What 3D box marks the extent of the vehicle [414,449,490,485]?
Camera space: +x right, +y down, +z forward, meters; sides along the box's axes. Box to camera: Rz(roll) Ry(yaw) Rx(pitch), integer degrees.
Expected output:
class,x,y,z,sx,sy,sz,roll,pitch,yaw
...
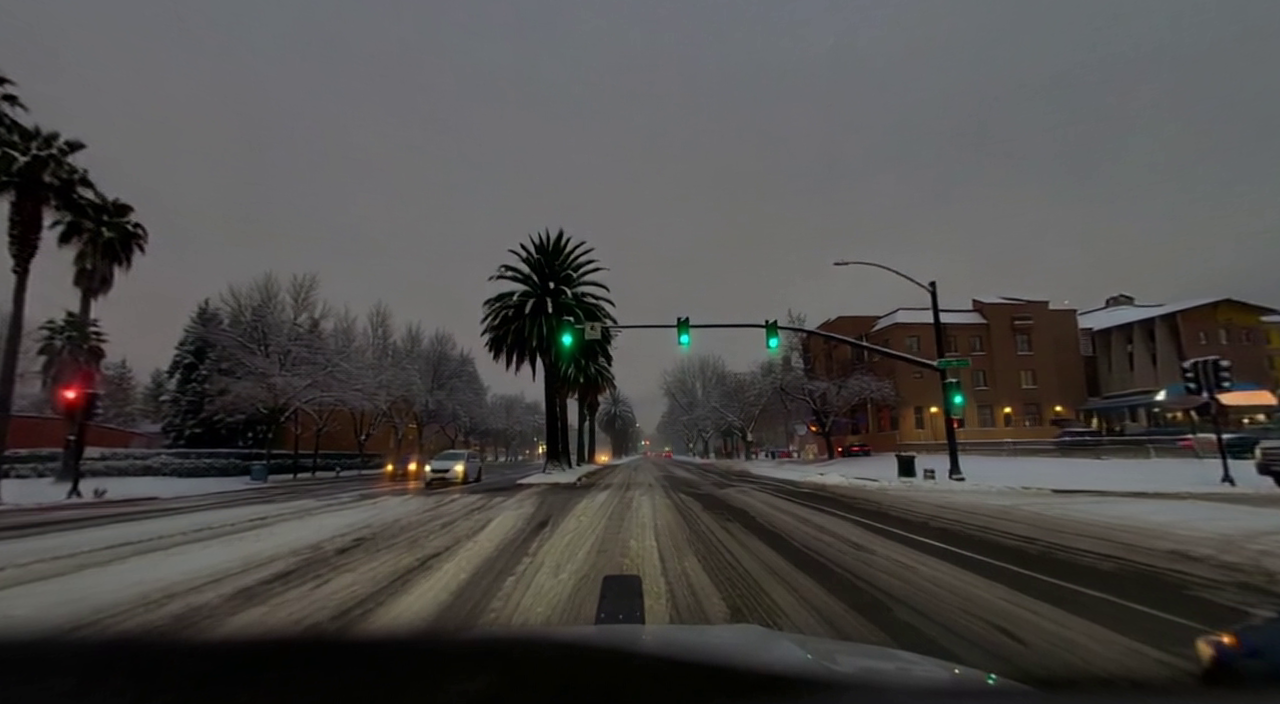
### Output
class,x,y,z,sx,sy,sz,roll,pitch,yaw
vehicle,-8.673,5.317,29.602,2.095,1.482,4.523,0,-8,1

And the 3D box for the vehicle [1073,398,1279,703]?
class,x,y,z,sx,sy,sz,roll,pitch,yaw
vehicle,3.168,0.719,0.889,1.997,1.473,4.282,0,-8,-1
